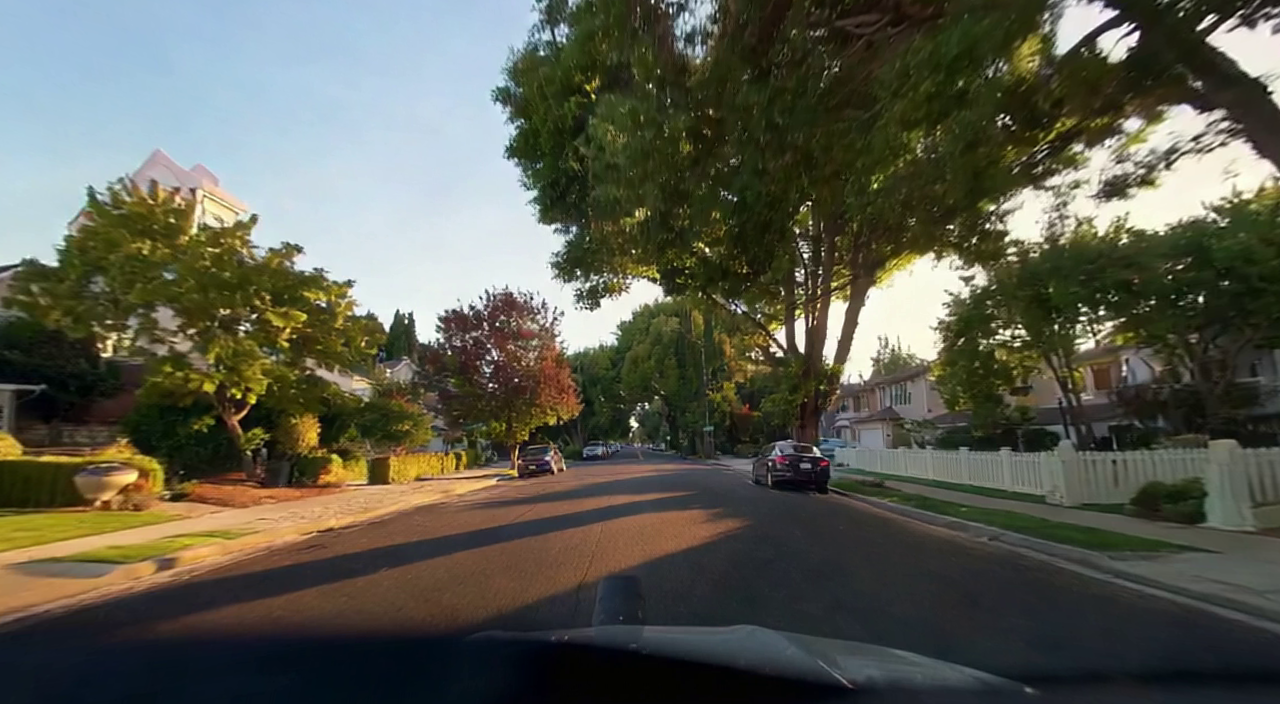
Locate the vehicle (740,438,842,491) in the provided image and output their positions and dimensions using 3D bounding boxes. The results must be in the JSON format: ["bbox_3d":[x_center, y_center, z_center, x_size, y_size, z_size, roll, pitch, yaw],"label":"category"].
[{"bbox_3d":[4.806,3.638,20.823,2.170,1.549,4.178,0,-8,-2],"label":"vehicle"}]

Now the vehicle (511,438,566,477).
[{"bbox_3d":[-5.069,5.284,32.096,1.970,1.666,4.223,-3,-7,1],"label":"vehicle"}]
